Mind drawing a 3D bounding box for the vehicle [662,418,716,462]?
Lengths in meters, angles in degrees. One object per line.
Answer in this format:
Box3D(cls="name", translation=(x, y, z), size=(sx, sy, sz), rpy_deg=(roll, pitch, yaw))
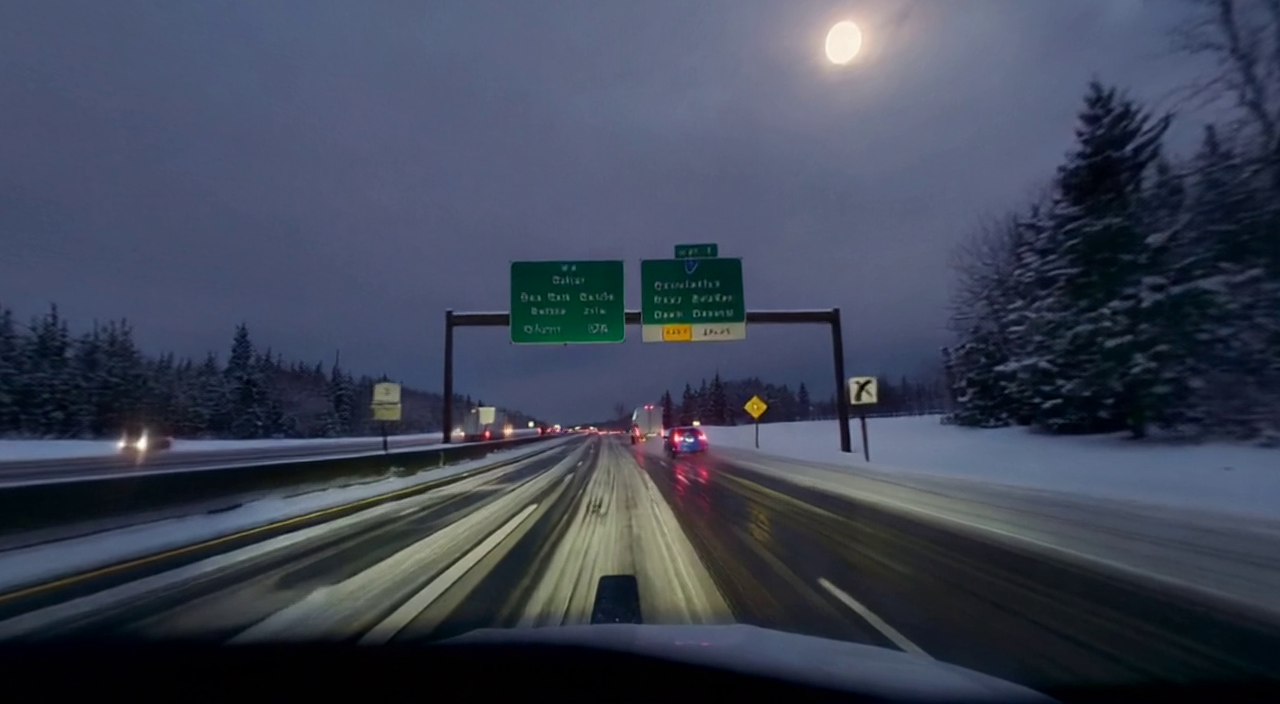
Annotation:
Box3D(cls="vehicle", translation=(2.253, 4.165, 30.022), size=(2.076, 1.914, 4.287), rpy_deg=(0, -8, -2))
